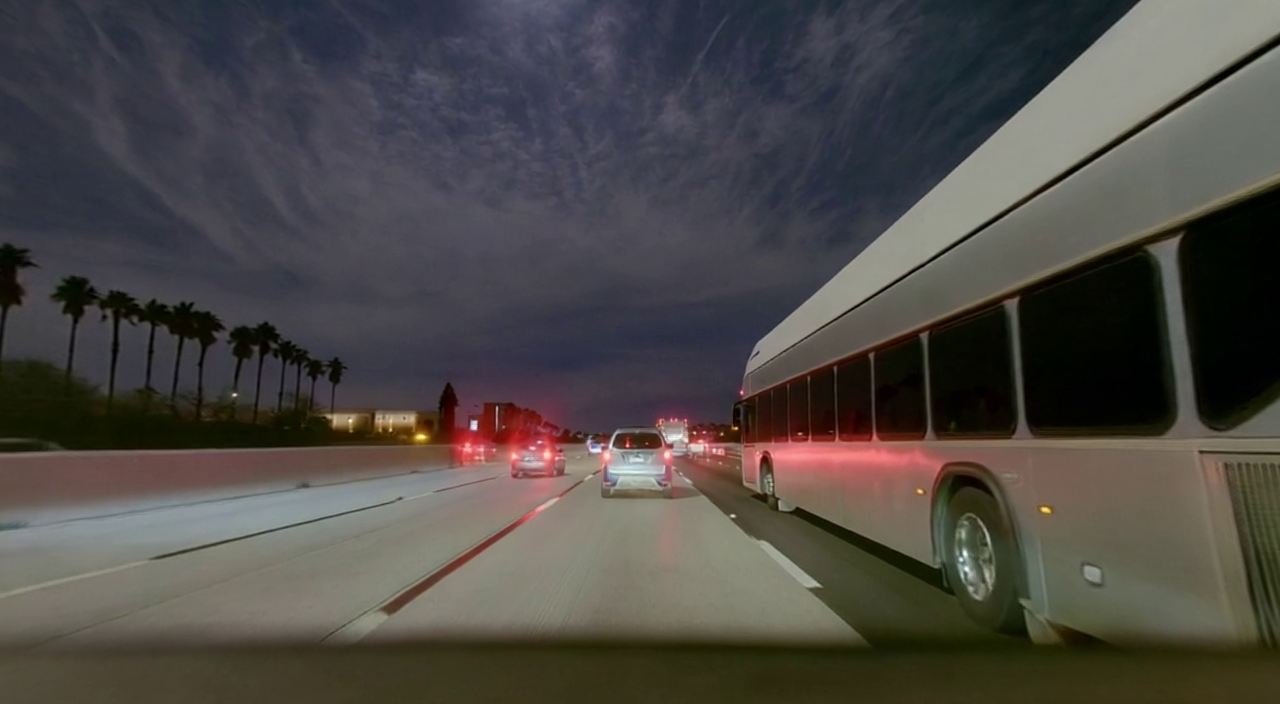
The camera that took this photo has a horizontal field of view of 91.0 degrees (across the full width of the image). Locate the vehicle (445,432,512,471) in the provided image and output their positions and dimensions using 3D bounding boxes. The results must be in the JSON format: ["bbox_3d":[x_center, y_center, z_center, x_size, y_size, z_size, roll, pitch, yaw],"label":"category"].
[{"bbox_3d":[-8.008,5.000,31.761,2.066,1.779,4.706,0,-9,1],"label":"vehicle"}]

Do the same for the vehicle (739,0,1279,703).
[{"bbox_3d":[3.954,0.653,8.256,3.020,3.622,14.302,0,-9,0],"label":"vehicle"}]

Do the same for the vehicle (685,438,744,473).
[{"bbox_3d":[3.388,4.838,29.550,2.039,1.516,4.521,0,-9,-2],"label":"vehicle"}]

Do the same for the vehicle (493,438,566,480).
[{"bbox_3d":[-4.404,4.334,25.828,2.040,1.536,4.680,0,-9,1],"label":"vehicle"}]

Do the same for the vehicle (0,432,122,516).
[{"bbox_3d":[-12.461,2.215,11.499,1.961,1.493,4.784,0,-9,-1],"label":"vehicle"}]

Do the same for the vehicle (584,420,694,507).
[{"bbox_3d":[0.015,2.637,15.244,2.268,1.796,4.280,0,-9,1],"label":"vehicle"}]
